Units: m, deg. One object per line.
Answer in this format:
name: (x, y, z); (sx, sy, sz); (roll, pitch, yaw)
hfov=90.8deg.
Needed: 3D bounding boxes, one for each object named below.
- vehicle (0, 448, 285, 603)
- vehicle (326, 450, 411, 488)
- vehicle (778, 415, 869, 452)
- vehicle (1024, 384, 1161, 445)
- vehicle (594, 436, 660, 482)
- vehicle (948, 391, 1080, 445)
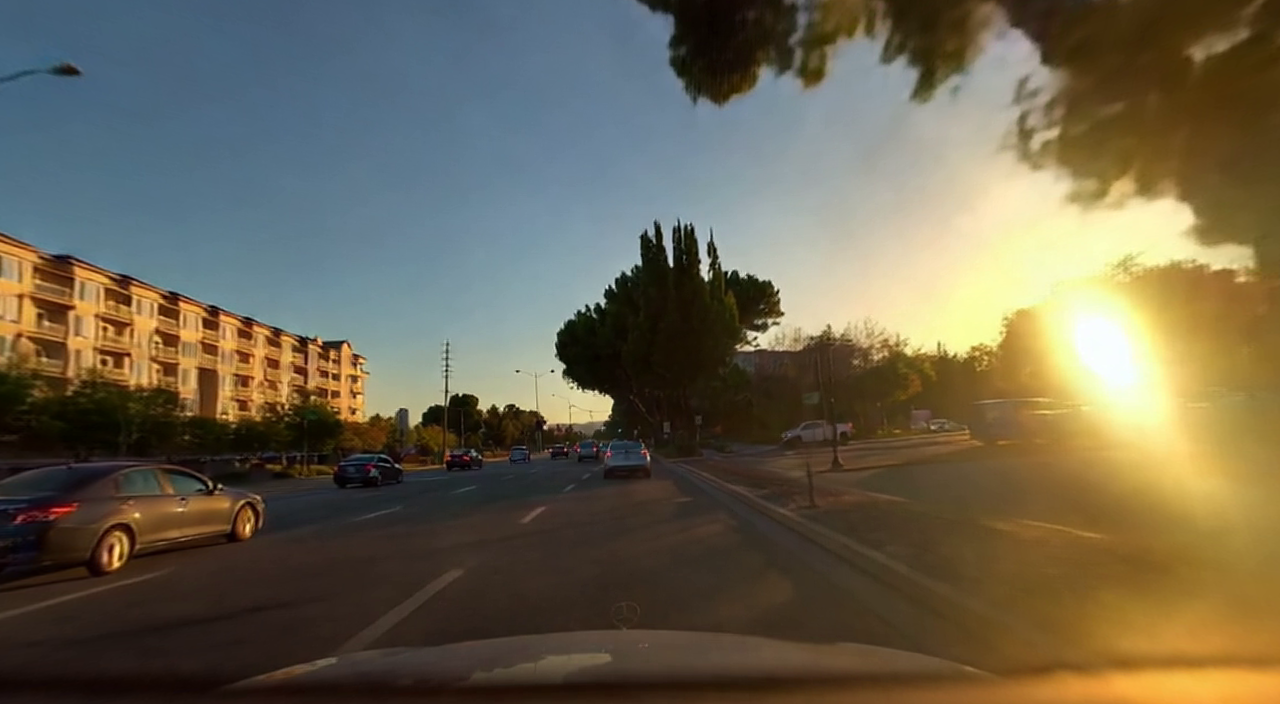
vehicle: (-7.025, 2.035, 8.448); (1.906, 1.449, 4.576); (0, -8, 0)
vehicle: (-11.774, 5.074, 27.739); (2.024, 1.484, 4.592); (1, -8, -5)
vehicle: (12.635, 5.618, 43.827); (5.253, 2.014, 2.666); (-5, -6, -5)
vehicle: (18.552, 2.680, 26.231); (2.002, 2.015, 4.254); (-8, -8, -6)
vehicle: (-0.459, 3.760, 22.477); (2.099, 1.469, 4.389); (0, -8, -1)
vehicle: (15.753, 2.921, 27.051); (2.395, 2.028, 5.135); (0, -9, -1)
